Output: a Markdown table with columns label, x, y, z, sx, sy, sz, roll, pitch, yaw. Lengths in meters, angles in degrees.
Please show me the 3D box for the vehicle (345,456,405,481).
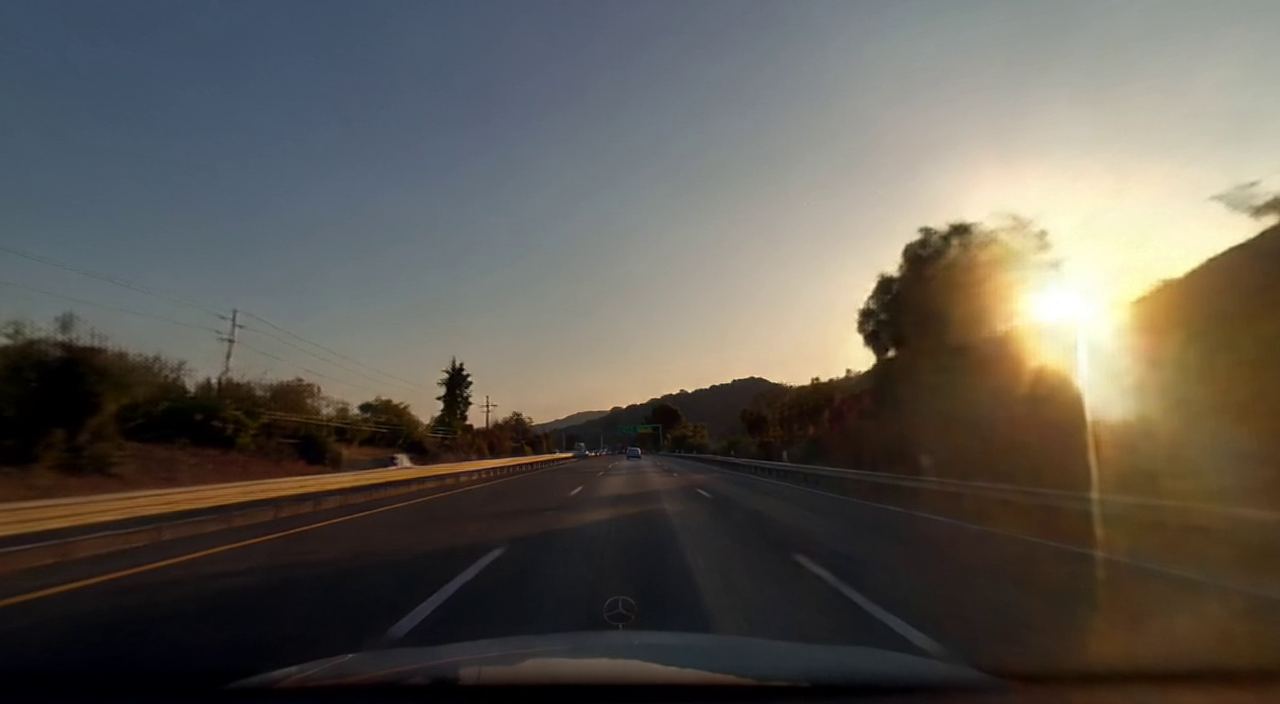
| label | x | y | z | sx | sy | sz | roll | pitch | yaw |
| --- | --- | --- | --- | --- | --- | --- | --- | --- | --- |
| vehicle | -17.433 | 7.681 | 41.634 | 1.924 | 1.488 | 4.654 | 0 | -9 | 0 |
